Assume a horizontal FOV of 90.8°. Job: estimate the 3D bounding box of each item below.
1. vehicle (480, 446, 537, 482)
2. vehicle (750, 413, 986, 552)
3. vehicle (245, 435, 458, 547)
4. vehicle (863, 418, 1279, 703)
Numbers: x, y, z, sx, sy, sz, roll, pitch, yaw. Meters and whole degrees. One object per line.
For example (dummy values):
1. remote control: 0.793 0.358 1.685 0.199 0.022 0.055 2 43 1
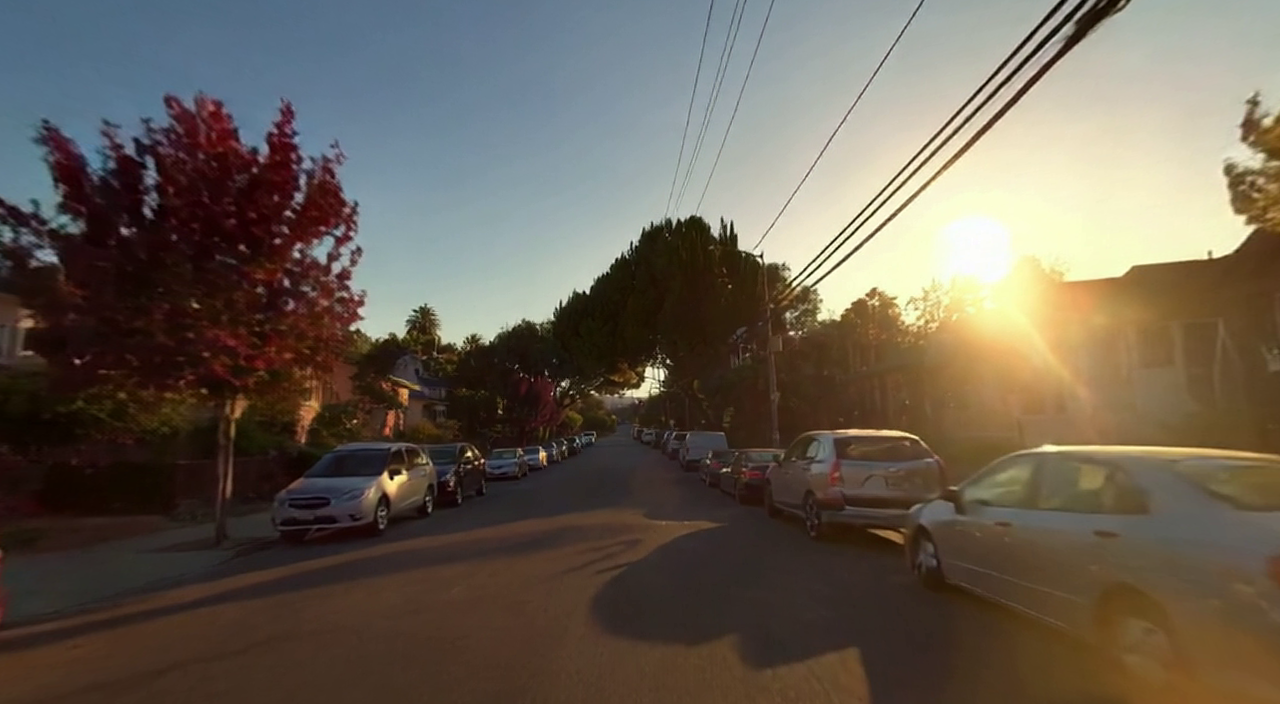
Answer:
1. vehicle: -6.470 5.539 31.585 2.002 1.585 5.080 0 -8 -3
2. vehicle: 3.477 2.099 10.968 2.009 1.810 5.045 0 -8 -3
3. vehicle: -5.988 2.908 14.207 2.184 1.958 5.757 0 -8 -2
4. vehicle: 3.752 1.367 4.962 2.174 1.504 4.809 0 -8 -1
